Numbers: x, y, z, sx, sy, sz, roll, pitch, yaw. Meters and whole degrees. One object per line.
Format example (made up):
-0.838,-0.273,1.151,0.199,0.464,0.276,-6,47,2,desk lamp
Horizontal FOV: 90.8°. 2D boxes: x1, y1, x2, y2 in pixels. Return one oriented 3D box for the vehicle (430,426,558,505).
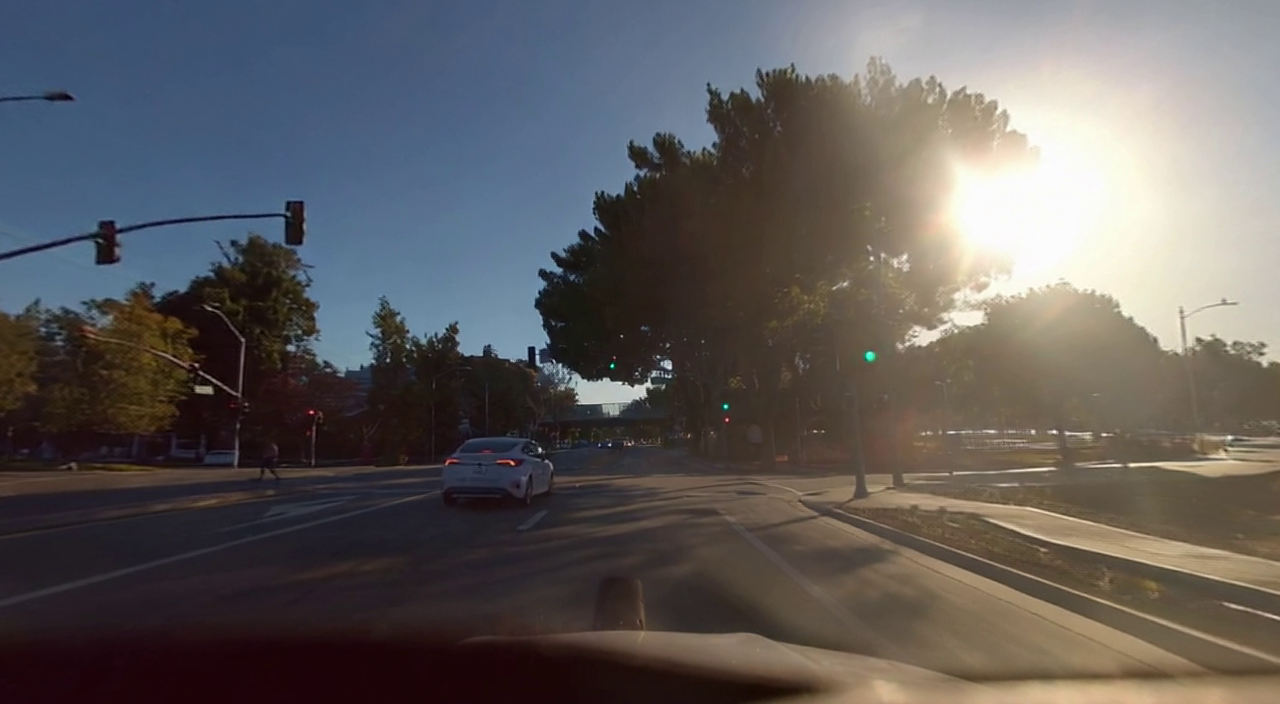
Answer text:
-3.277,2.662,15.206,2.076,1.599,4.483,0,-9,-1,vehicle
